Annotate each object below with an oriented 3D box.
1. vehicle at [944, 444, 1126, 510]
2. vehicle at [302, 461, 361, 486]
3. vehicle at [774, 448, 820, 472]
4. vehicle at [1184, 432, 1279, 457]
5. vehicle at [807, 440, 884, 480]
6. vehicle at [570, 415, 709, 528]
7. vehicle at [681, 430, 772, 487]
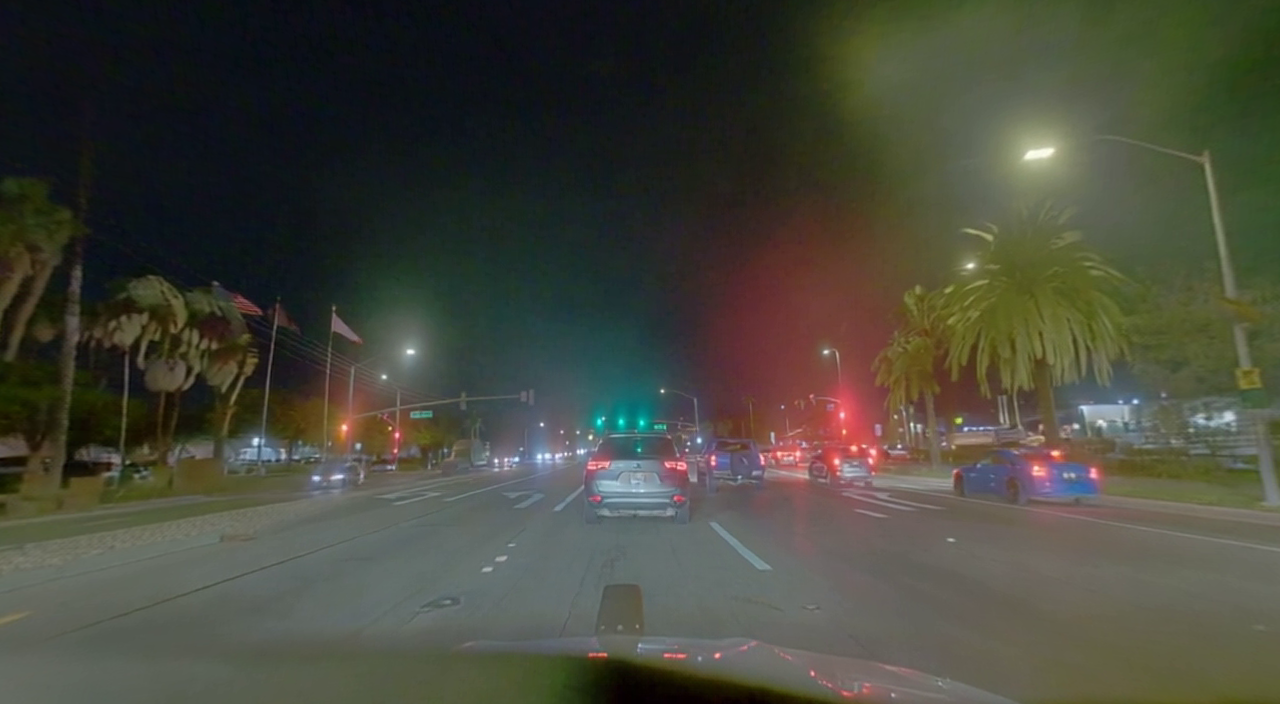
[{"bbox_3d":[9.939,3.142,16.415,1.967,1.485,4.267,0,-8,0],"label":"vehicle"},{"bbox_3d":[-21.737,8.581,44.678,1.873,1.484,4.571,-2,-8,0],"label":"vehicle"},{"bbox_3d":[10.167,6.988,41.137,1.855,1.495,4.143,0,-8,-1],"label":"vehicle"},{"bbox_3d":[36.388,5.730,38.958,1.839,1.455,4.395,0,-9,2],"label":"vehicle"},{"bbox_3d":[10.036,5.302,31.344,2.155,1.779,4.582,0,-8,-2],"label":"vehicle"},{"bbox_3d":[-0.047,2.403,13.261,2.402,1.938,4.535,0,-8,-1],"label":"vehicle"},{"bbox_3d":[3.332,4.320,25.956,2.773,2.021,6.212,0,-8,-1],"label":"vehicle"}]
